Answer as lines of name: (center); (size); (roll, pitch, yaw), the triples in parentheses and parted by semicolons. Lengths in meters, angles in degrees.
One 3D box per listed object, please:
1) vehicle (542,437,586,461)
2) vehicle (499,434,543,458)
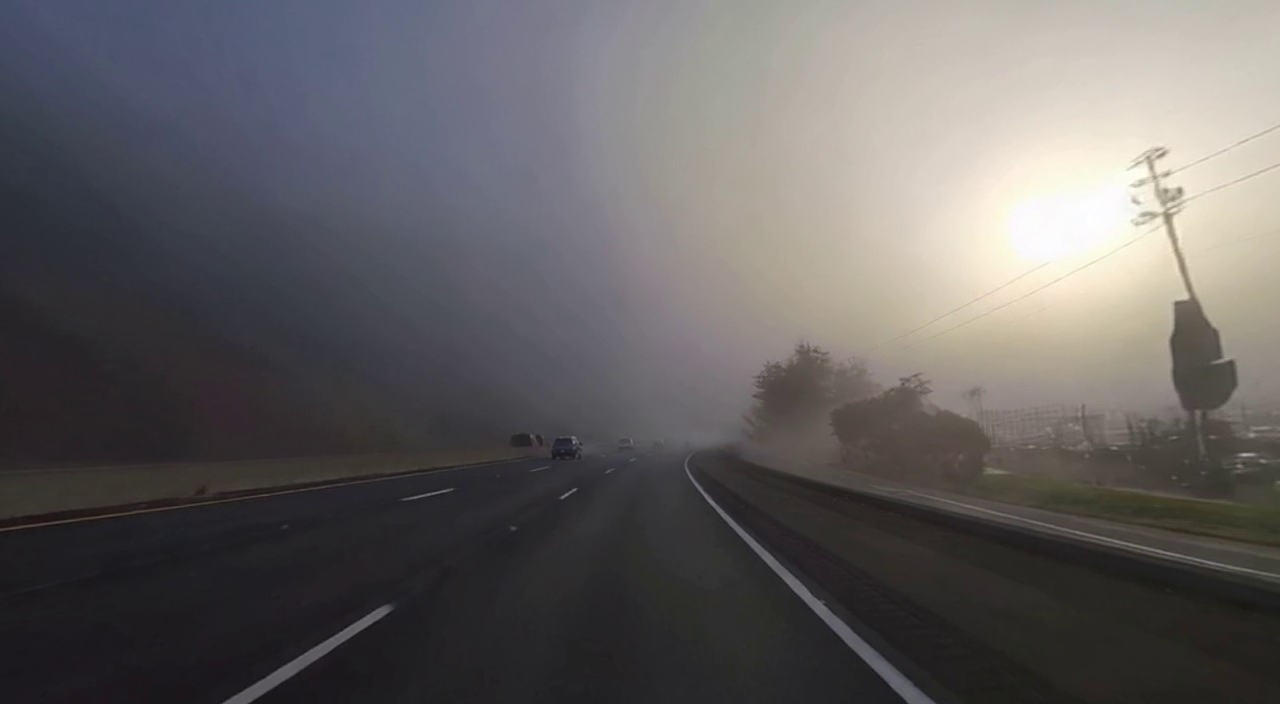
vehicle: (-5.129, 6.623, 42.917); (2.010, 1.489, 4.456); (-1, -8, 5)
vehicle: (-8.826, 7.021, 46.912); (2.063, 1.743, 4.392); (-1, -8, 6)
